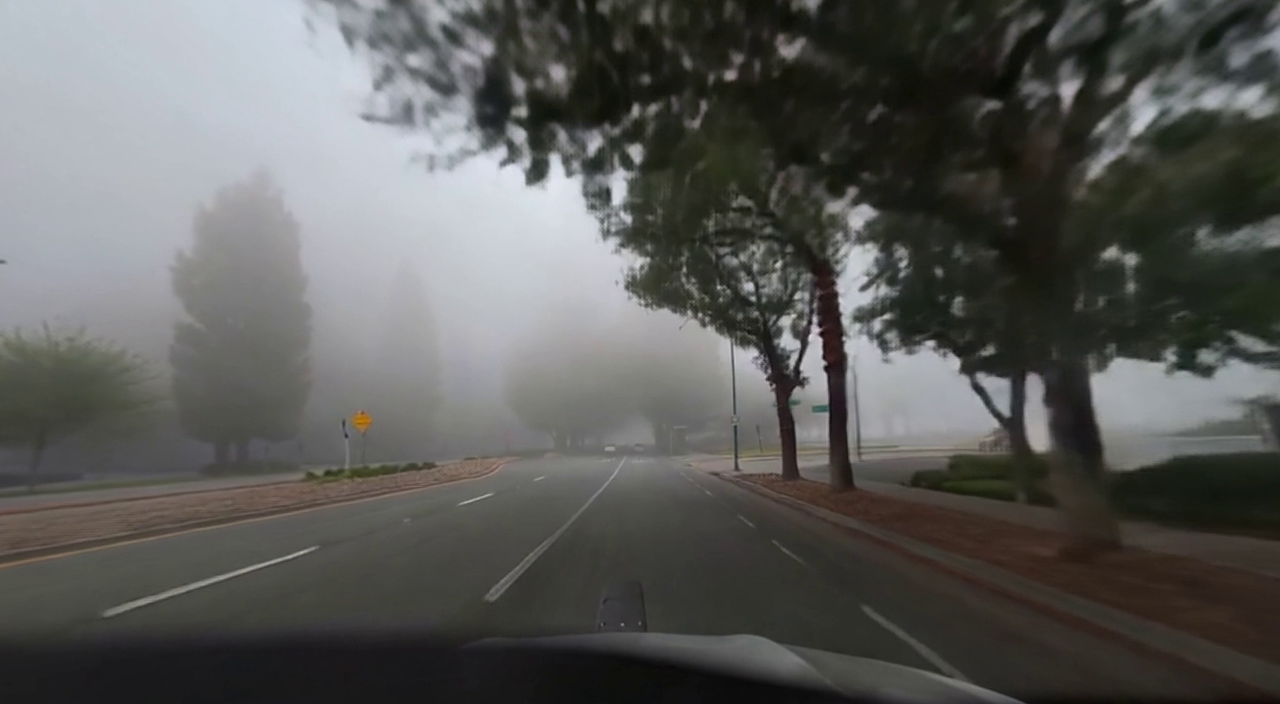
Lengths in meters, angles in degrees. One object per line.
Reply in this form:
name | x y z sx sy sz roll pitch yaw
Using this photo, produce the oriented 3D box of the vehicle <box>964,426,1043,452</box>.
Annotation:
vehicle | 25.854 6.207 44.947 4.384 1.682 1.866 -2 -9 2
